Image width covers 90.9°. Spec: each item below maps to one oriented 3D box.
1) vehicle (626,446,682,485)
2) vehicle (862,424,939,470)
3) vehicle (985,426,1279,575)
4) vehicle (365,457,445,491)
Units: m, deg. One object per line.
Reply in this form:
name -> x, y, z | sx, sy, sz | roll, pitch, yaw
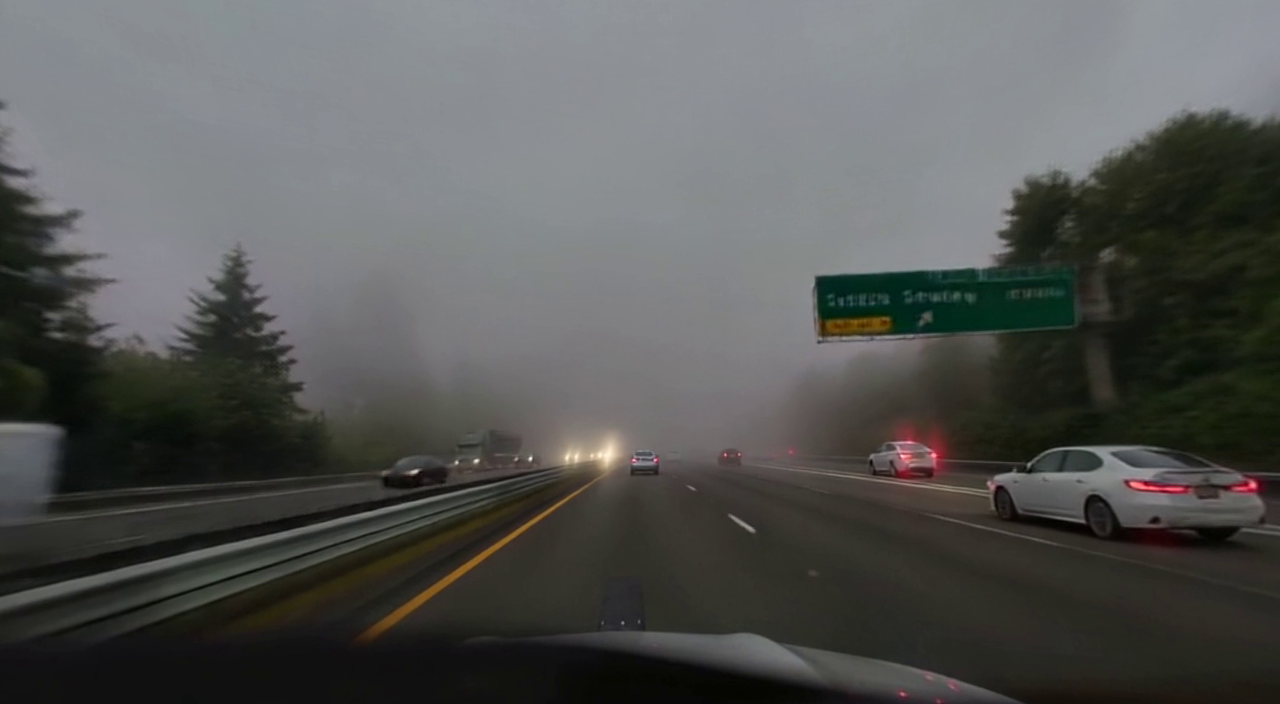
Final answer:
vehicle -> 0.544, 4.757, 26.682 | 2.177, 1.520, 4.278 | 0, -9, 0
vehicle -> 14.759, 5.450, 36.113 | 2.115, 2.446, 5.323 | 0, -9, 0
vehicle -> 7.179, 1.883, 8.823 | 1.977, 1.502, 4.670 | 0, -9, -1
vehicle -> -11.525, 5.982, 31.281 | 2.285, 1.503, 4.397 | 0, -9, 0
